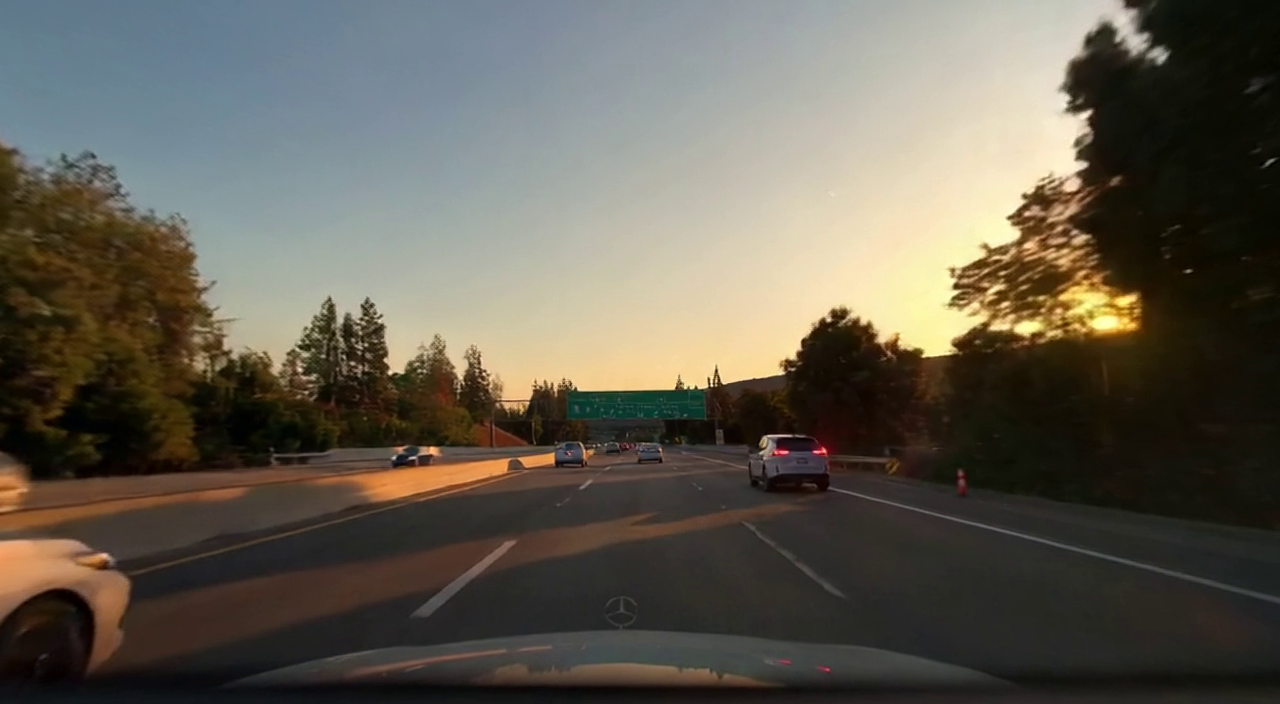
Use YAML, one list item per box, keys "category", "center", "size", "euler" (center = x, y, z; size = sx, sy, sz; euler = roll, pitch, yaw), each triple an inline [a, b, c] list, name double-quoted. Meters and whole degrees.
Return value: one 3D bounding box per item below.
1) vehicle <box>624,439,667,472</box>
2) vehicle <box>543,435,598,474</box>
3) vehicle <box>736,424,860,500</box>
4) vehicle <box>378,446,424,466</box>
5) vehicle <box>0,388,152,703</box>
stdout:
- category: "vehicle"
  center: [0.276, 5.226, 31.957]
  size: [2.049, 1.542, 3.816]
  euler: [0, -8, 1]
- category: "vehicle"
  center: [-3.184, 4.813, 29.650]
  size: [2.044, 1.682, 4.201]
  euler: [0, -8, 1]
- category: "vehicle"
  center: [3.954, 2.840, 16.561]
  size: [2.025, 1.707, 4.279]
  euler: [0, -8, -2]
- category: "vehicle"
  center: [-18.880, 8.222, 49.762]
  size: [1.932, 1.451, 4.081]
  euler: [-1, -8, 2]
- category: "vehicle"
  center: [-3.519, 0.701, 0.851]
  size: [2.066, 1.561, 4.495]
  euler: [0, -8, 0]
